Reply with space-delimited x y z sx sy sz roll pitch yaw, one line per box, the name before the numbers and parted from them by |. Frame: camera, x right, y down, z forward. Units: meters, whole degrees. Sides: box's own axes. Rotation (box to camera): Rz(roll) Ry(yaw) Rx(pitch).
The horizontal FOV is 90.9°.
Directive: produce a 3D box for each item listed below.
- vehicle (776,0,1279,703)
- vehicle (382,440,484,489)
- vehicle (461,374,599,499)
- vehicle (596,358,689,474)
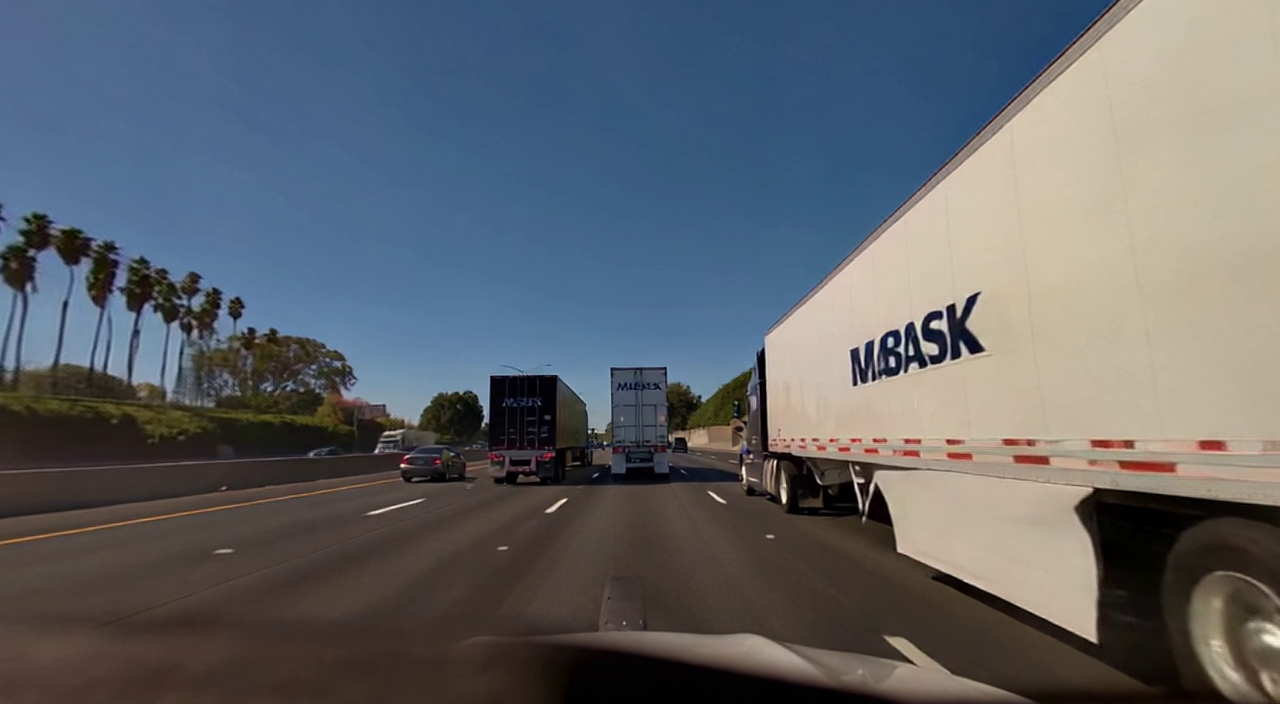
vehicle | 4.360 0.201 6.491 2.887 4.178 14.553 0 -8 1
vehicle | -6.799 3.724 21.267 1.916 1.465 4.451 0 -8 0
vehicle | -3.210 2.968 21.905 2.786 3.228 11.082 0 -8 0
vehicle | 0.132 3.519 30.179 3.097 3.856 18.209 0 -9 0
